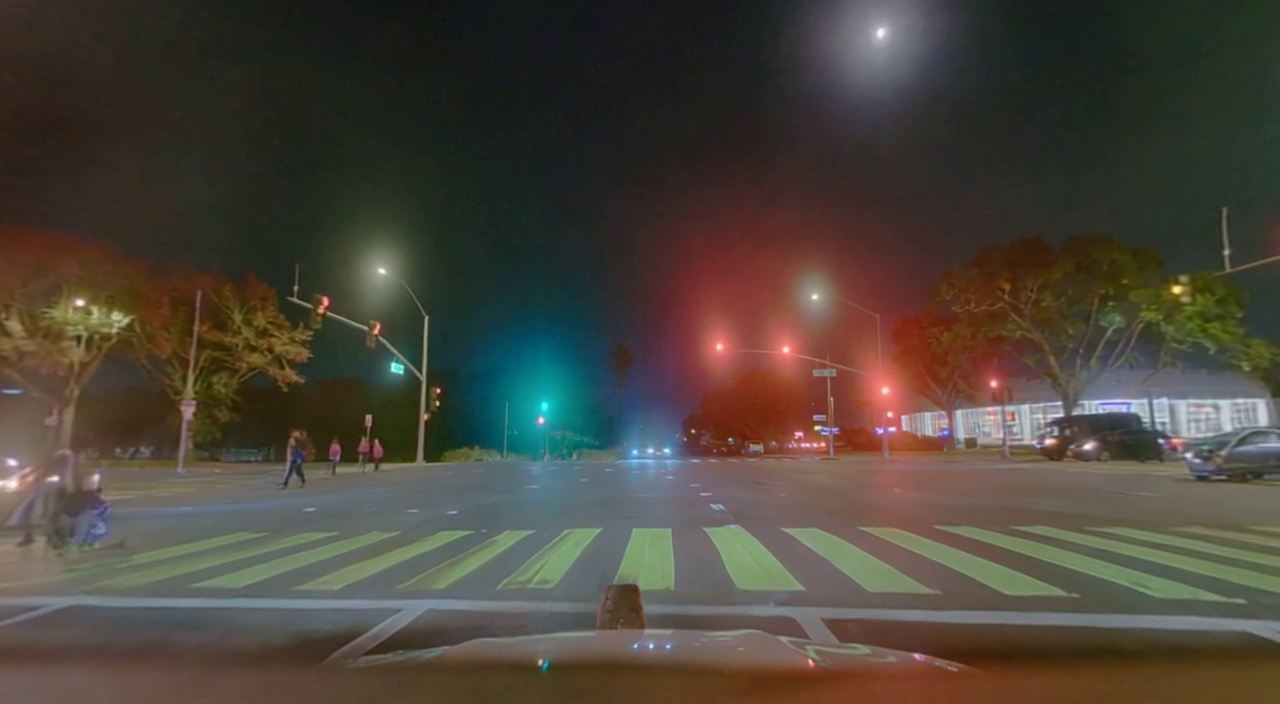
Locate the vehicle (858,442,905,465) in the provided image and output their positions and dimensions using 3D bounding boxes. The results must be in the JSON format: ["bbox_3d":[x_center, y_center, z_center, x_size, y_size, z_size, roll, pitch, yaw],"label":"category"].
[{"bbox_3d":[17.598,7.432,46.276,1.789,1.557,4.293,0,-9,1],"label":"vehicle"}]

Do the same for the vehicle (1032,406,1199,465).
[{"bbox_3d":[23.019,4.107,30.850,5.855,2.746,2.523,-1,-9,4],"label":"vehicle"}]

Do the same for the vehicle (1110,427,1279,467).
[{"bbox_3d":[21.389,3.670,24.474,4.740,1.464,1.876,-1,-9,3],"label":"vehicle"}]

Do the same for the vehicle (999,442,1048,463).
[{"bbox_3d":[27.764,7.274,45.814,1.589,1.405,3.633,-1,-9,6],"label":"vehicle"}]
